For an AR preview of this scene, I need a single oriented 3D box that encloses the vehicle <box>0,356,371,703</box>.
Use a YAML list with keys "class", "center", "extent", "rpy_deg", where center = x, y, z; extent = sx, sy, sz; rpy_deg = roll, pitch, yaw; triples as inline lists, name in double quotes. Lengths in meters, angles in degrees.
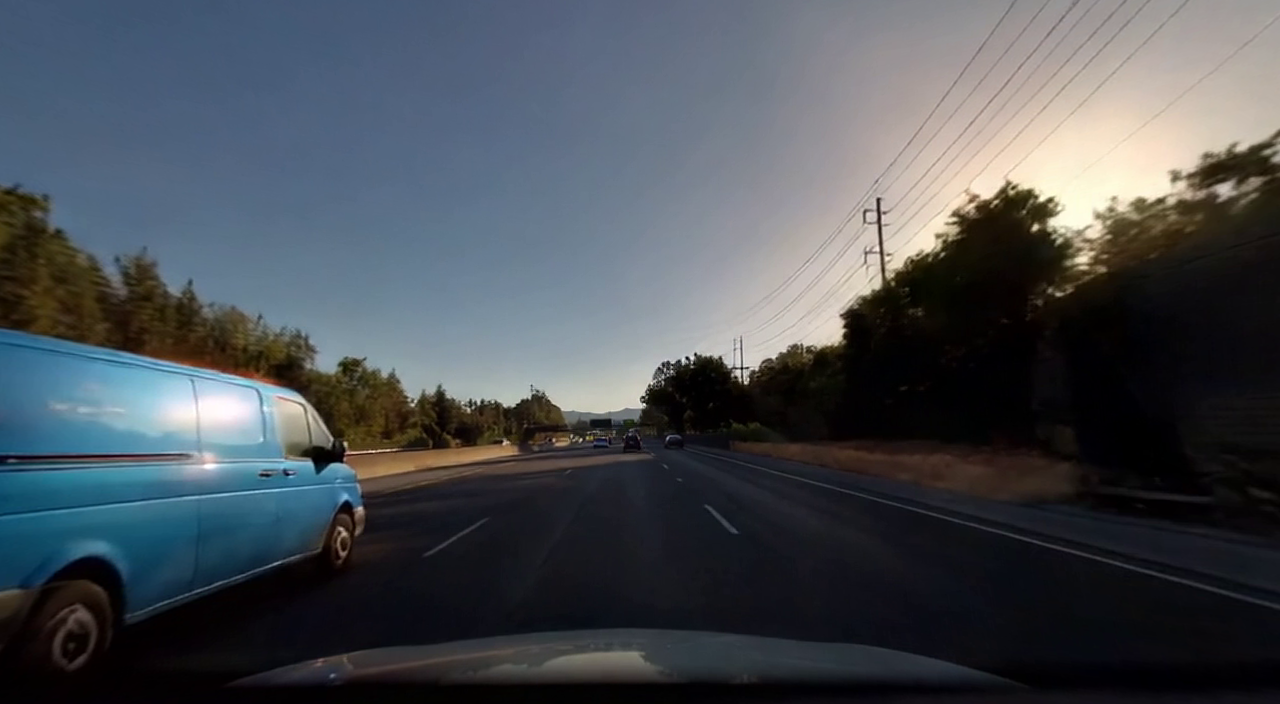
- class: "vehicle"
  center: [-4.127, 1.127, 4.763]
  extent: [2.146, 1.709, 4.856]
  rpy_deg: [0, -8, -1]
